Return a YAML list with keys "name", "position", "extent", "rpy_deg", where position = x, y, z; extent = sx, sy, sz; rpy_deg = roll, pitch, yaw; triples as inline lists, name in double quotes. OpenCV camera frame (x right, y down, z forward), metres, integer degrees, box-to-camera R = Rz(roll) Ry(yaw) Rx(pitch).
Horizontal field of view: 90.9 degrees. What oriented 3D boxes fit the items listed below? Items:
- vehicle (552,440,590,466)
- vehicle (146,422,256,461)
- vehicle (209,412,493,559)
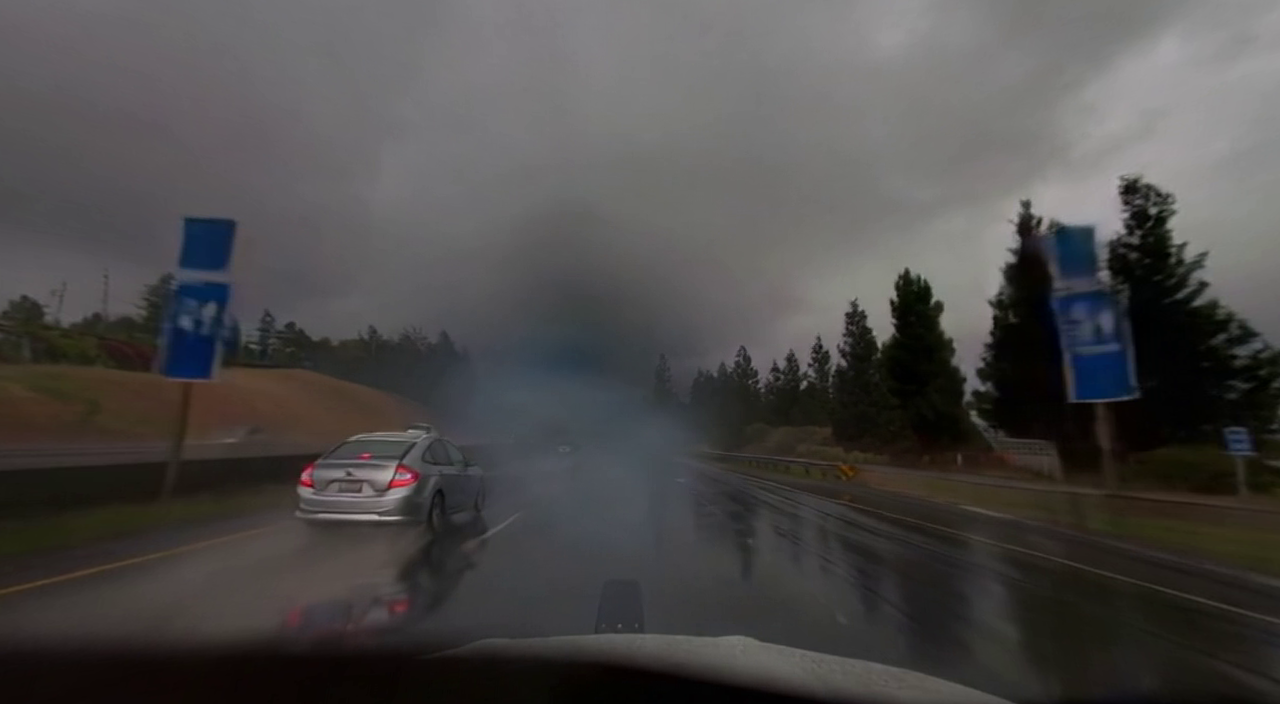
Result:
- name: "vehicle"
  position: [-3.992, 5.892, 36.942]
  extent: [1.874, 1.369, 3.875]
  rpy_deg: [0, -8, -1]
- name: "vehicle"
  position: [-20.062, 4.119, 29.098]
  extent: [1.885, 1.602, 4.497]
  rpy_deg: [0, -8, -1]
- name: "vehicle"
  position: [-3.752, 1.802, 9.376]
  extent: [2.047, 1.612, 4.631]
  rpy_deg: [0, -8, 0]
